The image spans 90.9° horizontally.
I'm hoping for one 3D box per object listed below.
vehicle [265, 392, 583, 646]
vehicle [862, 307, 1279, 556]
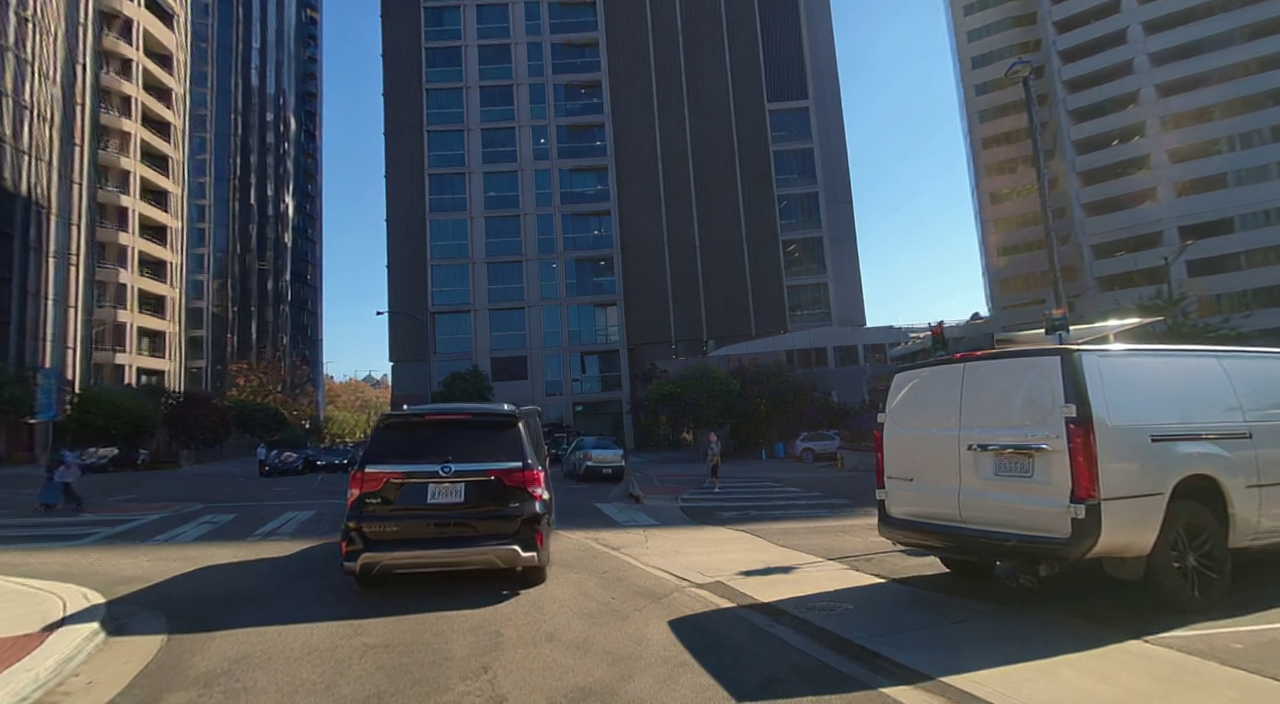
[{"bbox_3d":[-1.734,1.463,6.569,2.144,1.733,4.115,1,-8,-7],"label":"vehicle"},{"bbox_3d":[6.872,1.026,8.235,6.932,2.753,2.446,0,-8,1],"label":"vehicle"}]
